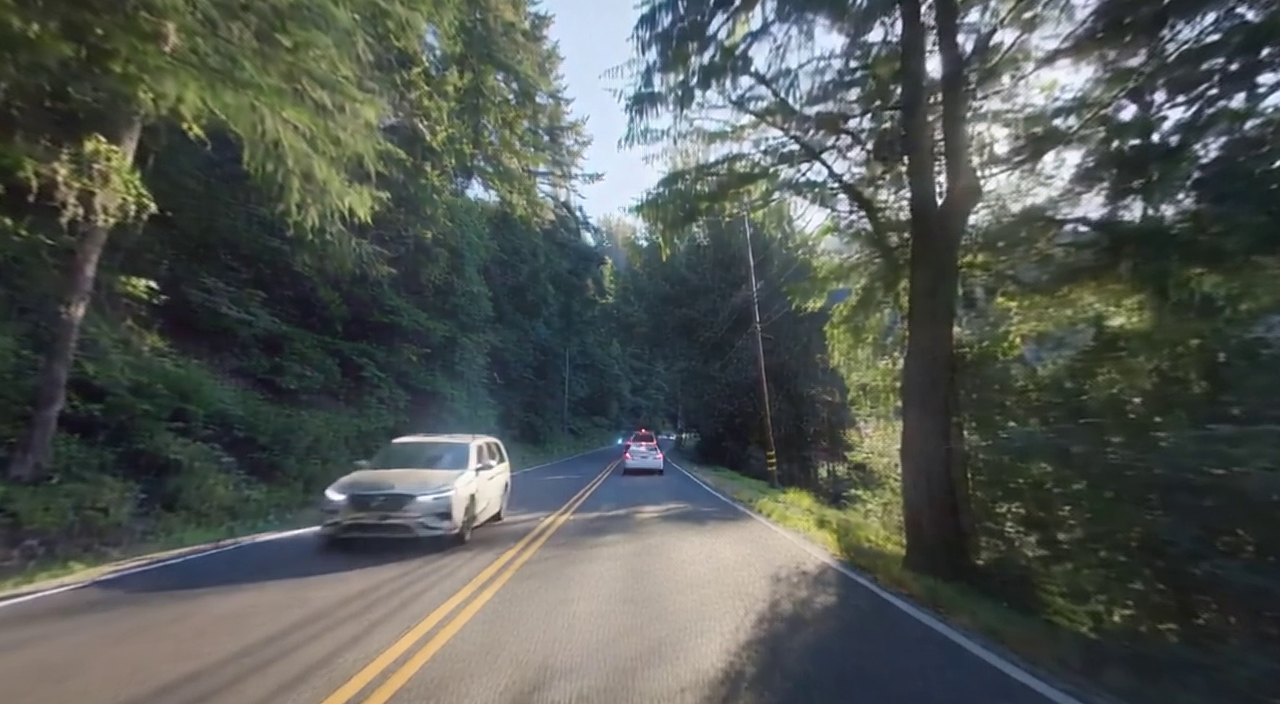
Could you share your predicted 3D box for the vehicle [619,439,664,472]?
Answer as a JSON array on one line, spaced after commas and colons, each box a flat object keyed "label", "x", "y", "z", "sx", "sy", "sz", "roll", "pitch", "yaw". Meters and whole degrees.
[{"label": "vehicle", "x": 0.000, "y": 5.056, "z": 30.891, "sx": 2.081, "sy": 1.503, "sz": 3.726, "roll": 0, "pitch": -8, "yaw": -2}]
